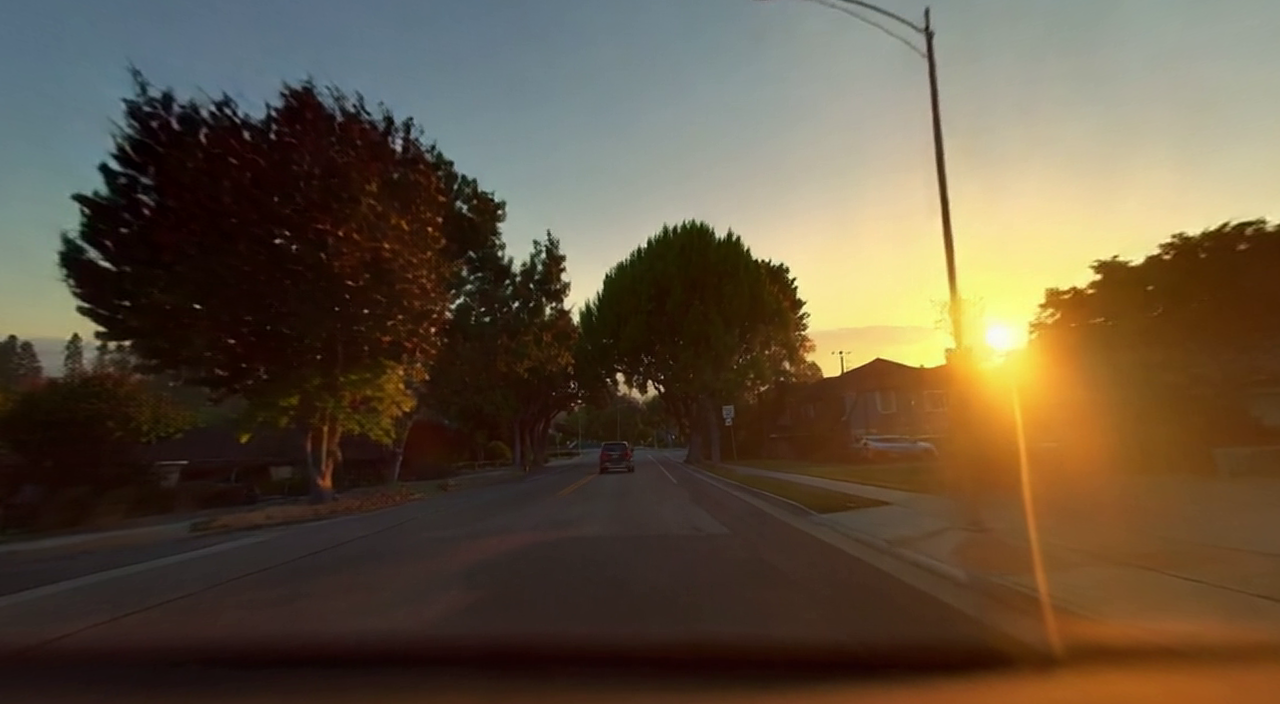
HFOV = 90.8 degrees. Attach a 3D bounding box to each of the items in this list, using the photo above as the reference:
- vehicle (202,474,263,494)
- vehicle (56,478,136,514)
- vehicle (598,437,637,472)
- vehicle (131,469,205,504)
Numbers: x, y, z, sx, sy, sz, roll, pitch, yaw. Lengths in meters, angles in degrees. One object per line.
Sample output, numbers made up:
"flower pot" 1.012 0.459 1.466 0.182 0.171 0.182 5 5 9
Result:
"vehicle" -30.930 10.009 47.958 3.502 1.310 1.729 -1 -8 5
"vehicle" -29.955 7.892 34.944 1.926 1.552 4.355 3 -9 -21
"vehicle" -1.320 6.287 38.981 2.210 2.023 4.663 0 -8 0
"vehicle" -31.497 8.956 42.222 3.633 1.696 1.754 -8 -9 -1
